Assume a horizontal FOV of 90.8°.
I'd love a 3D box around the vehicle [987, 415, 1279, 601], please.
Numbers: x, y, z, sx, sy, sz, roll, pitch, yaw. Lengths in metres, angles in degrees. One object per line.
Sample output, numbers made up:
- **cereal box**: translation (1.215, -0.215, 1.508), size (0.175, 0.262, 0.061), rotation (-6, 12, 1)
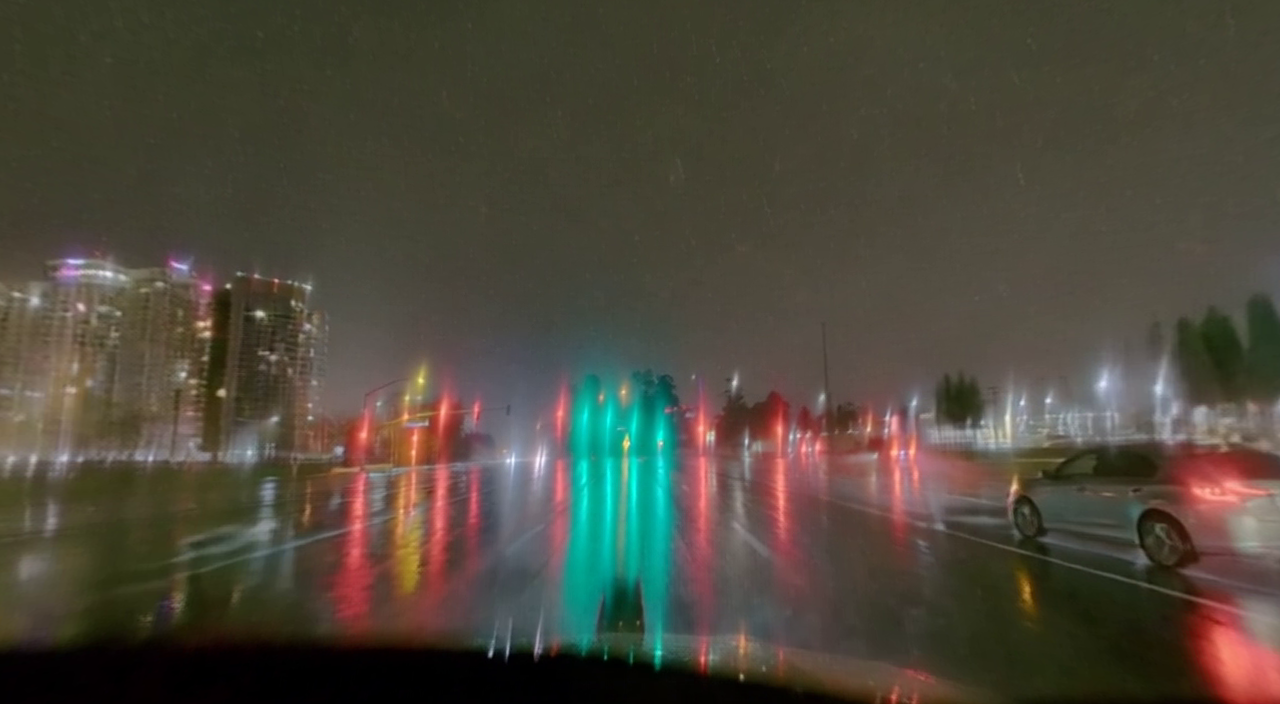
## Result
- **vehicle**: translation (6.220, 1.549, 7.025), size (2.070, 1.491, 4.575), rotation (0, -9, -1)
